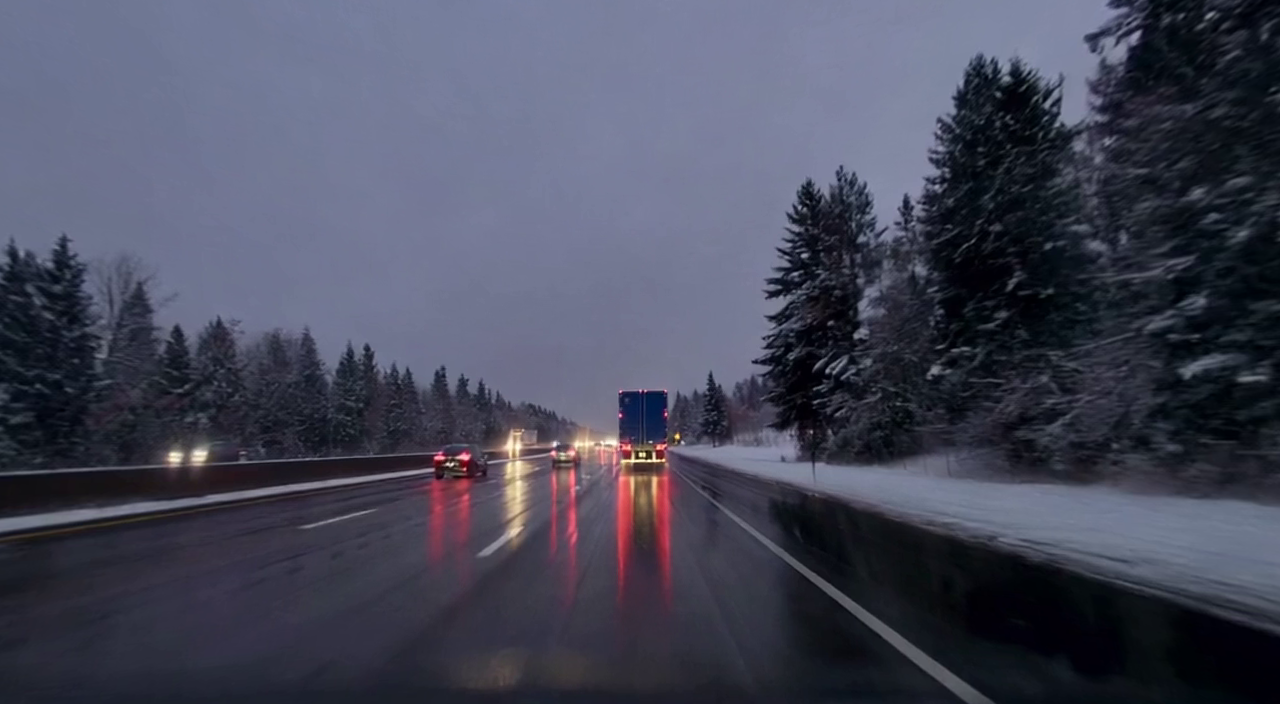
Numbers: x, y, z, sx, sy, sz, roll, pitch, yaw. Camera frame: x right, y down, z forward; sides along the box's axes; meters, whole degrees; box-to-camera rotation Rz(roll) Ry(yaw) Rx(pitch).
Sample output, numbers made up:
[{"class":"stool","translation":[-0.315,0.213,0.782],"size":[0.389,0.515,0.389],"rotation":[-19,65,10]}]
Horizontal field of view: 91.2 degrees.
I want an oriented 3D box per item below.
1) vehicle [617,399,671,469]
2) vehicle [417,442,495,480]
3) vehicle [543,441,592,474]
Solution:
[{"class":"vehicle","translation":[0.241,5.607,41.980],"size":[3.123,4.094,10.812],"rotation":[0,-9,0]},{"class":"vehicle","translation":[-7.908,4.734,27.438],"size":[1.968,1.507,4.673],"rotation":[0,-9,0]},{"class":"vehicle","translation":[-3.674,5.411,32.242],"size":[2.006,1.572,4.082],"rotation":[0,-9,0]}]
